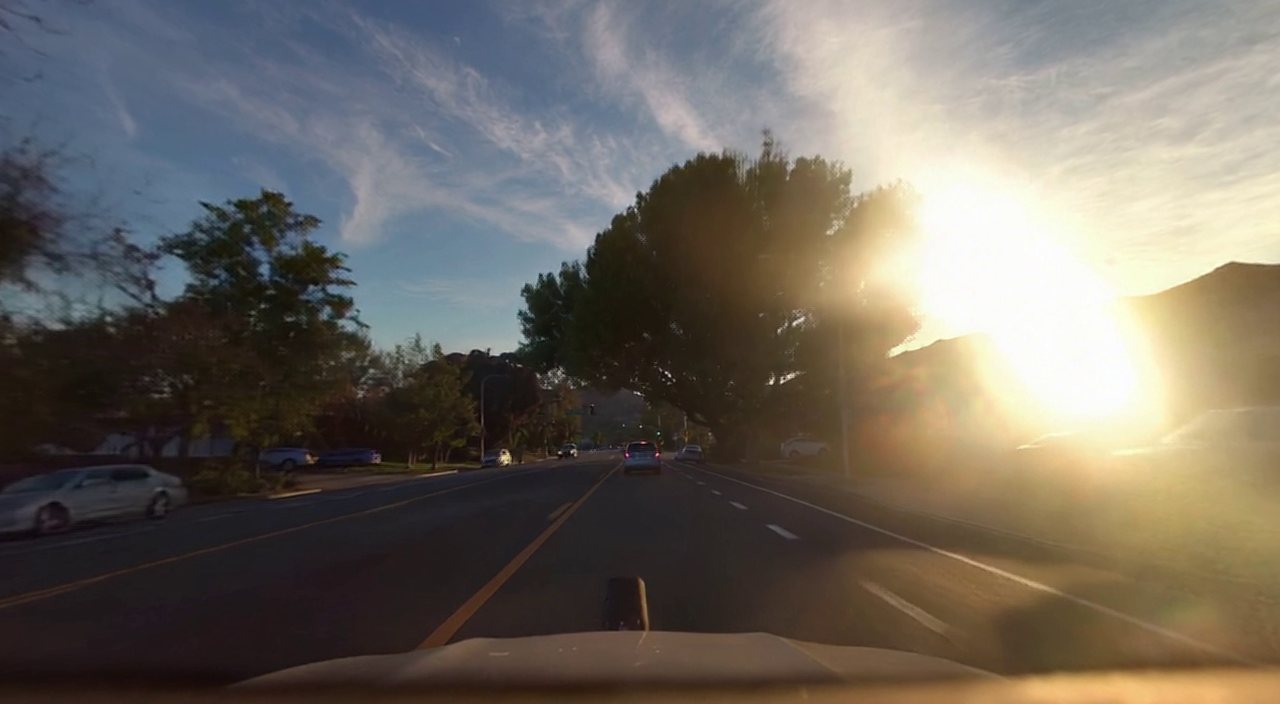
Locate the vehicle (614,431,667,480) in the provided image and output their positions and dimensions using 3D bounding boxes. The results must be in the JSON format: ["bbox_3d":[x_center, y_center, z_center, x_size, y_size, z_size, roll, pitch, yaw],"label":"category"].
[{"bbox_3d":[-0.016,4.560,28.004,2.153,1.942,4.767,0,-9,-1],"label":"vehicle"}]

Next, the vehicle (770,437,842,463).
[{"bbox_3d":[12.721,7.517,48.652,4.870,1.926,2.094,0,-8,-1],"label":"vehicle"}]

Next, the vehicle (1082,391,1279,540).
[{"bbox_3d":[11.121,1.692,10.281,6.052,2.078,2.174,-3,-8,1],"label":"vehicle"}]

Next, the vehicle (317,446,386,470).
[{"bbox_3d":[-20.936,7.700,45.926,4.020,1.635,1.875,0,-8,2],"label":"vehicle"}]

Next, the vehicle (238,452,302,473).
[{"bbox_3d":[-26.526,7.894,45.357,3.522,1.372,1.652,0,-9,-5],"label":"vehicle"}]

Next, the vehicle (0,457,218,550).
[{"bbox_3d":[-12.388,3.164,14.040,2.192,1.541,5.391,0,-9,2],"label":"vehicle"}]
